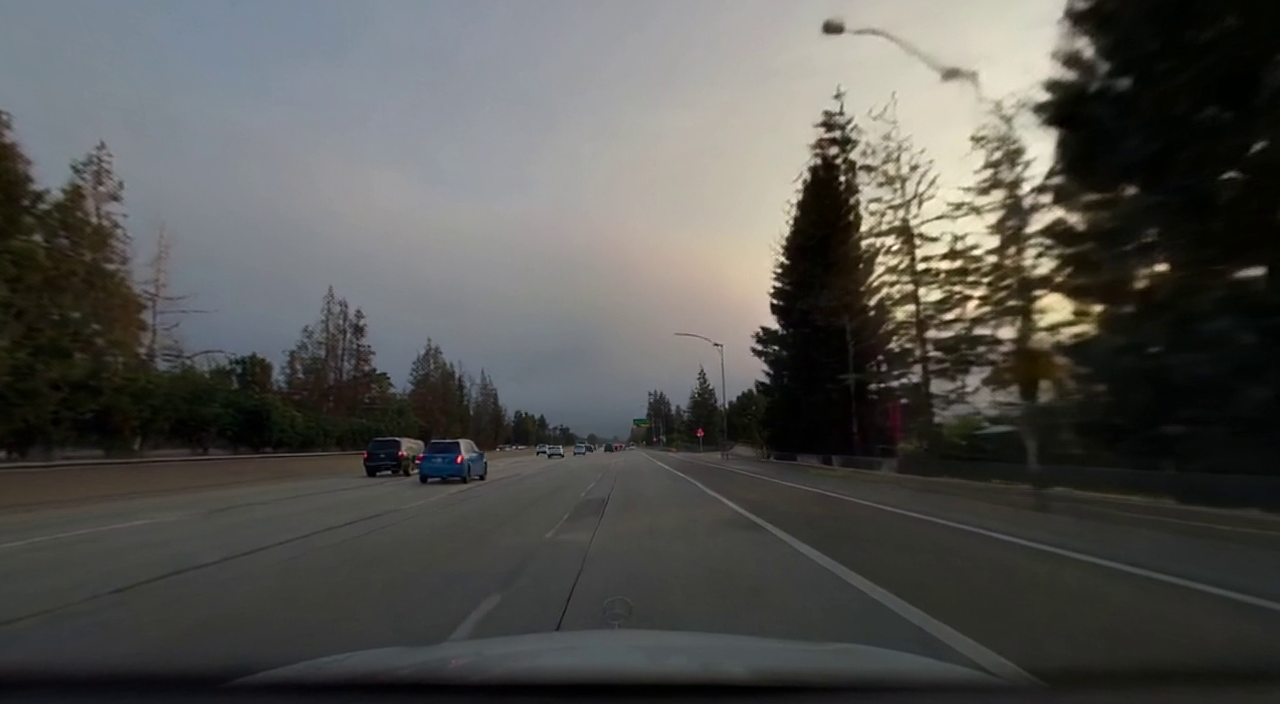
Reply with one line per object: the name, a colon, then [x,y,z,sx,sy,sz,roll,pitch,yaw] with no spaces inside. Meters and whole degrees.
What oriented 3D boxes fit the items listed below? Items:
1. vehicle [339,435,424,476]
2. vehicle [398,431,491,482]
vehicle: [-11.631,4.683,28.754,2.016,1.711,4.365,0,-9,-1]
vehicle: [-7.340,3.989,24.290,2.146,1.766,4.502,0,-9,-1]
